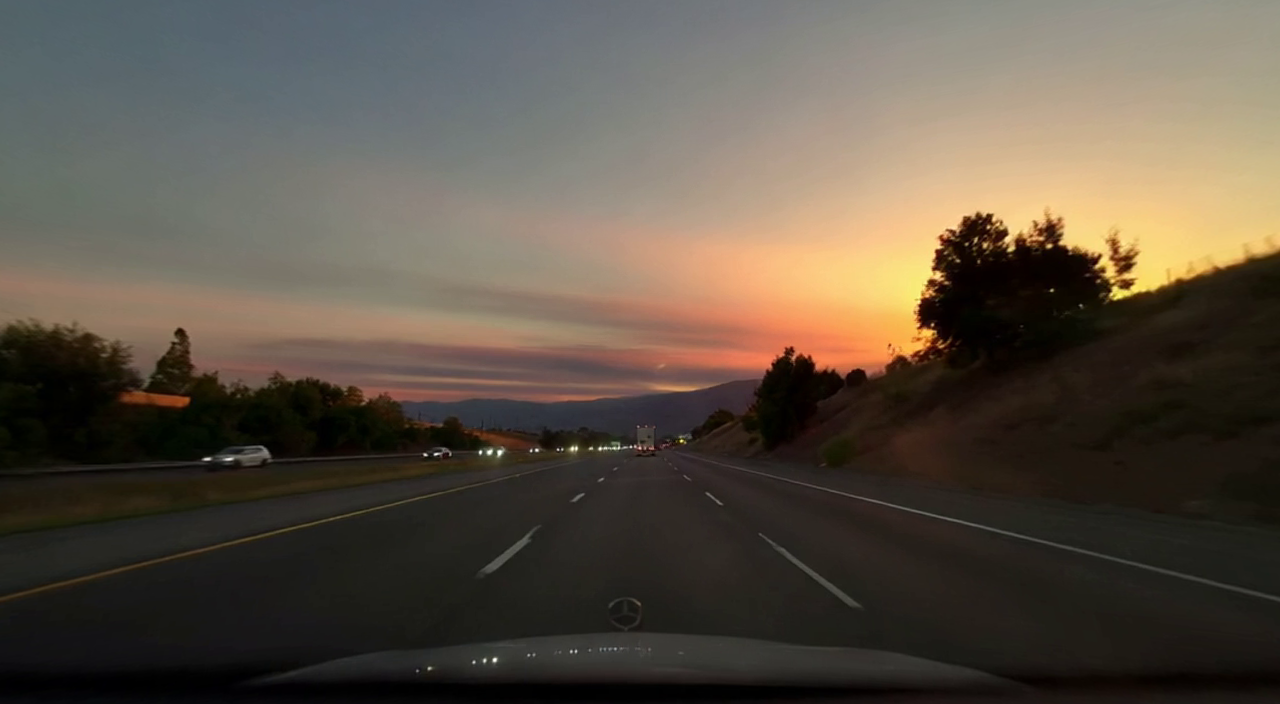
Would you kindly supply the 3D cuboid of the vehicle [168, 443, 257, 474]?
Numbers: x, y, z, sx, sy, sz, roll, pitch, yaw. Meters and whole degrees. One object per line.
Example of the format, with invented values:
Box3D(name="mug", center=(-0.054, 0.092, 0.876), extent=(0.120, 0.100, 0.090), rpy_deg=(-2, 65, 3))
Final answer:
Box3D(name="vehicle", center=(-29.024, 7.243, 43.038), extent=(2.151, 1.953, 5.547), rpy_deg=(0, -9, 1))
